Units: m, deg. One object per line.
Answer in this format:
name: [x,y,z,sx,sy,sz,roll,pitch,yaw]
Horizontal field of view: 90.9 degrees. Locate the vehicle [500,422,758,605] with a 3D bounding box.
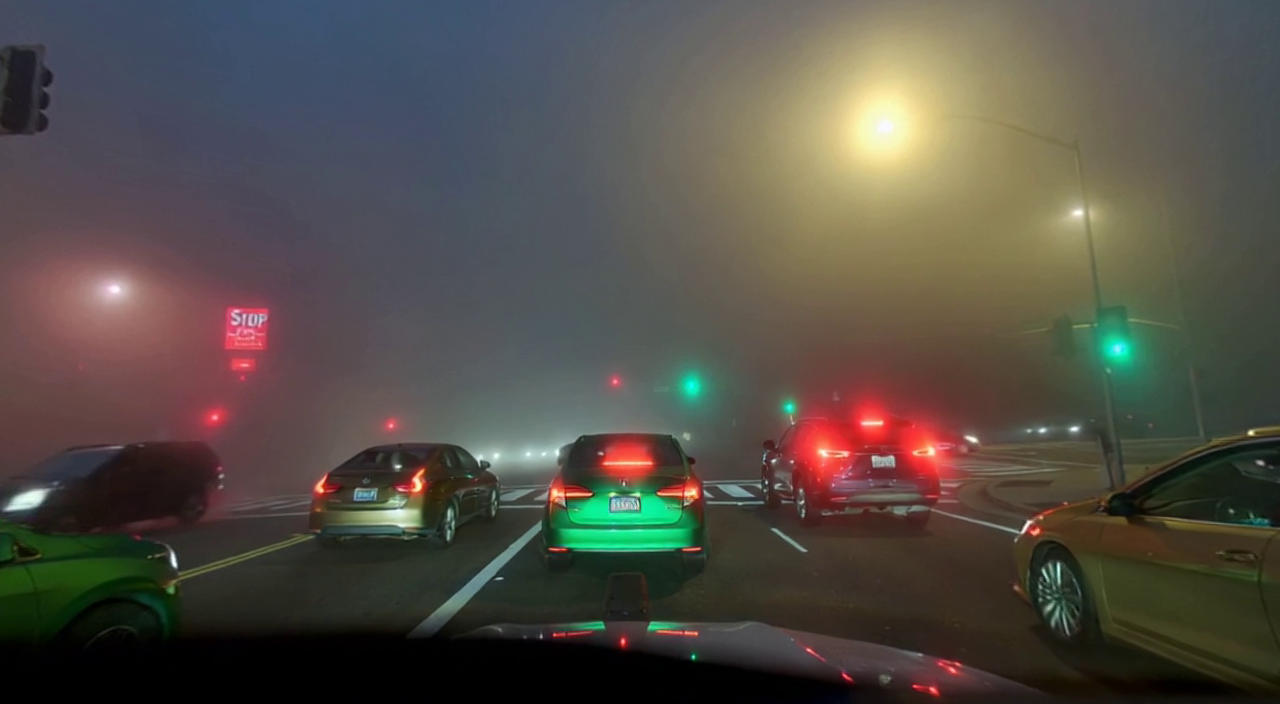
vehicle: [-0.125,1.650,7.368,2.140,1.499,4.119,0,-8,-1]

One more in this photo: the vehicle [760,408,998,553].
vehicle: [3.316,1.871,9.826,1.992,1.744,4.183,0,-8,-1]

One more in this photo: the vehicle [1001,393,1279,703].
vehicle: [3.941,0.975,3.104,1.800,1.519,4.198,0,-8,0]

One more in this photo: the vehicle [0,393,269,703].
vehicle: [-3.476,0.858,1.846,2.016,1.547,4.414,0,-8,1]

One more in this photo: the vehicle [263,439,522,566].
vehicle: [-3.296,2.074,9.546,1.995,1.436,4.373,-1,-8,2]
